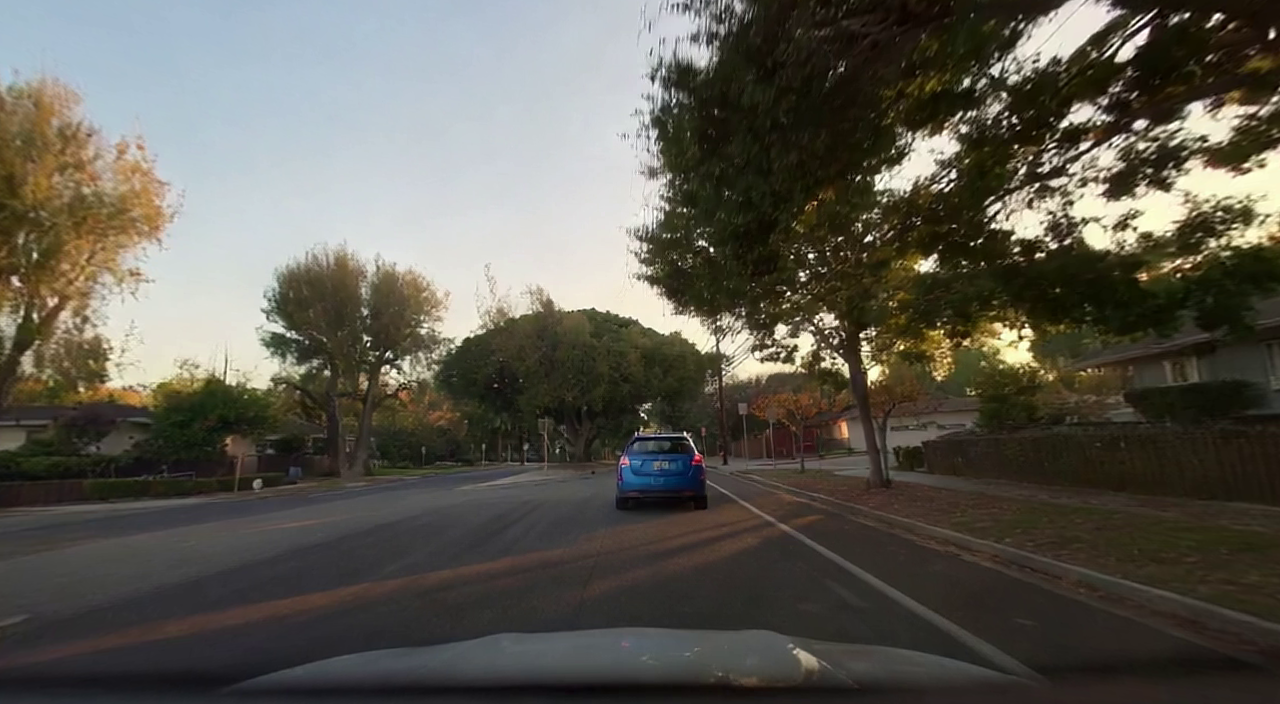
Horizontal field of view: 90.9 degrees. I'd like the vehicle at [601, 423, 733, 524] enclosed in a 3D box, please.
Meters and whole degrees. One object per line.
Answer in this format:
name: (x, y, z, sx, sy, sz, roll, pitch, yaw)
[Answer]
vehicle: (0.449, 2.340, 12.620, 2.200, 1.653, 4.127, 0, -8, 0)
